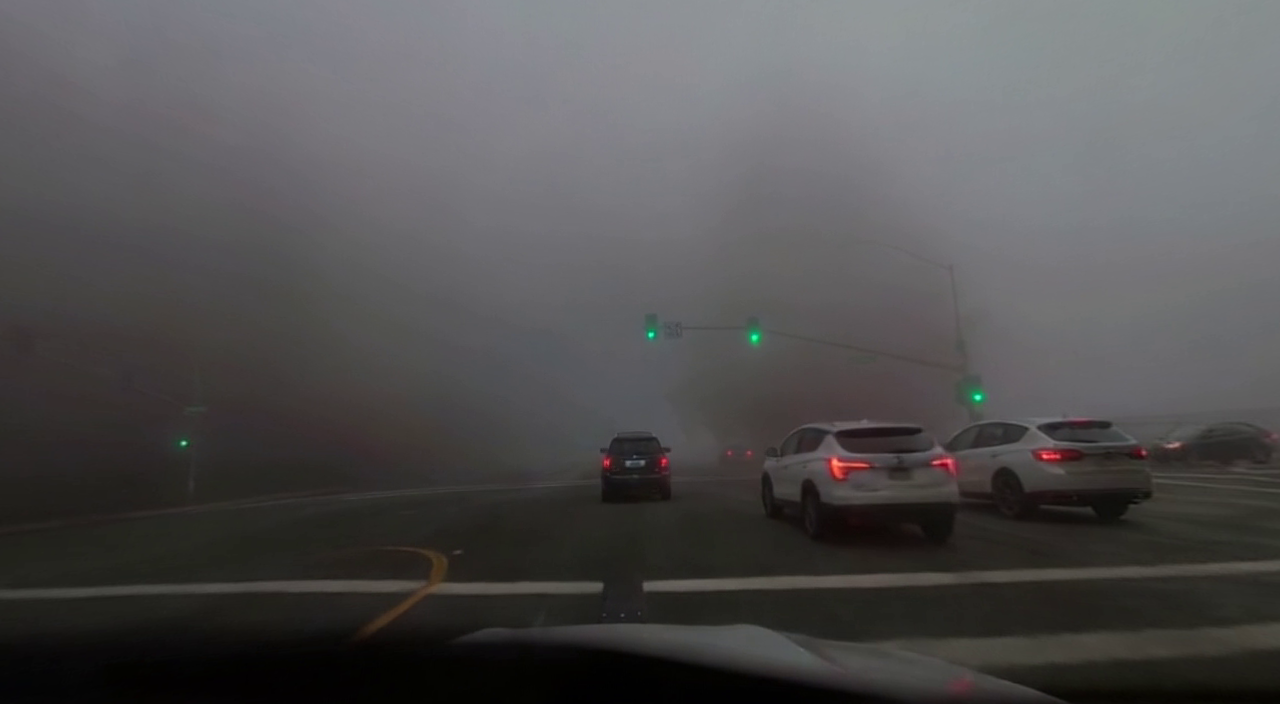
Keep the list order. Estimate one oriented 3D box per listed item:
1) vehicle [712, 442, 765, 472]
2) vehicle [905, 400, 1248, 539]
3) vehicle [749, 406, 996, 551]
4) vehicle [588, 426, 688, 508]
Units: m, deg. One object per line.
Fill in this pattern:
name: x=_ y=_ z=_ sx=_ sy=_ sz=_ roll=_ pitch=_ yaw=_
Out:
vehicle: x=6.220 y=6.720 z=40.639 sx=2.440 sy=1.775 sz=4.791 roll=0 pitch=-9 yaw=-2
vehicle: x=7.095 y=2.005 z=11.342 sx=2.251 sy=1.873 sz=5.346 roll=0 pitch=-9 yaw=-1
vehicle: x=3.344 y=1.965 z=10.509 sx=2.057 sy=1.788 sz=5.216 roll=0 pitch=-9 yaw=-1
vehicle: x=-0.087 y=3.020 z=16.938 sx=2.353 sy=1.894 sz=4.122 roll=0 pitch=-9 yaw=-1
